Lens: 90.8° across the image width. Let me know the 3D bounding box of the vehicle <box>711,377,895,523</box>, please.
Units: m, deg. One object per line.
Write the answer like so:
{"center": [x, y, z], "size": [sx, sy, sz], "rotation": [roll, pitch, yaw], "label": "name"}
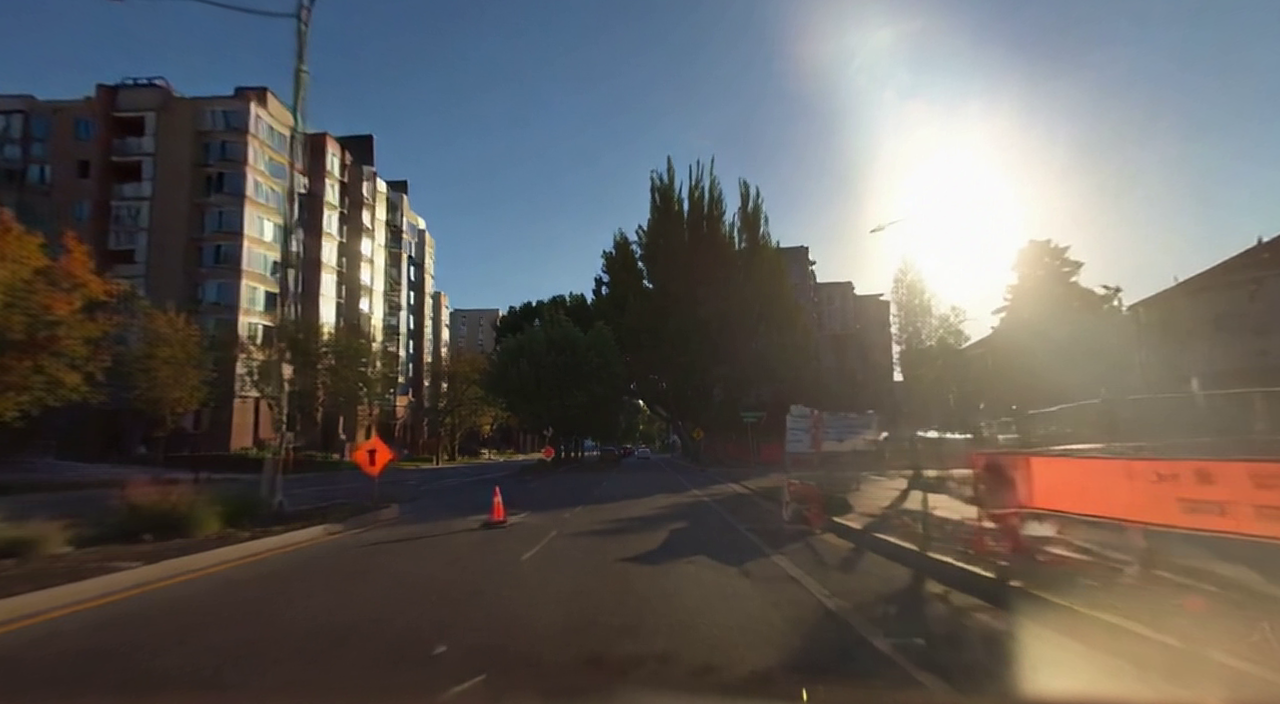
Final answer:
{"center": [3.246, 2.046, 13.536], "size": [2.849, 2.686, 3.176], "rotation": [0, -8, -4], "label": "vehicle"}
